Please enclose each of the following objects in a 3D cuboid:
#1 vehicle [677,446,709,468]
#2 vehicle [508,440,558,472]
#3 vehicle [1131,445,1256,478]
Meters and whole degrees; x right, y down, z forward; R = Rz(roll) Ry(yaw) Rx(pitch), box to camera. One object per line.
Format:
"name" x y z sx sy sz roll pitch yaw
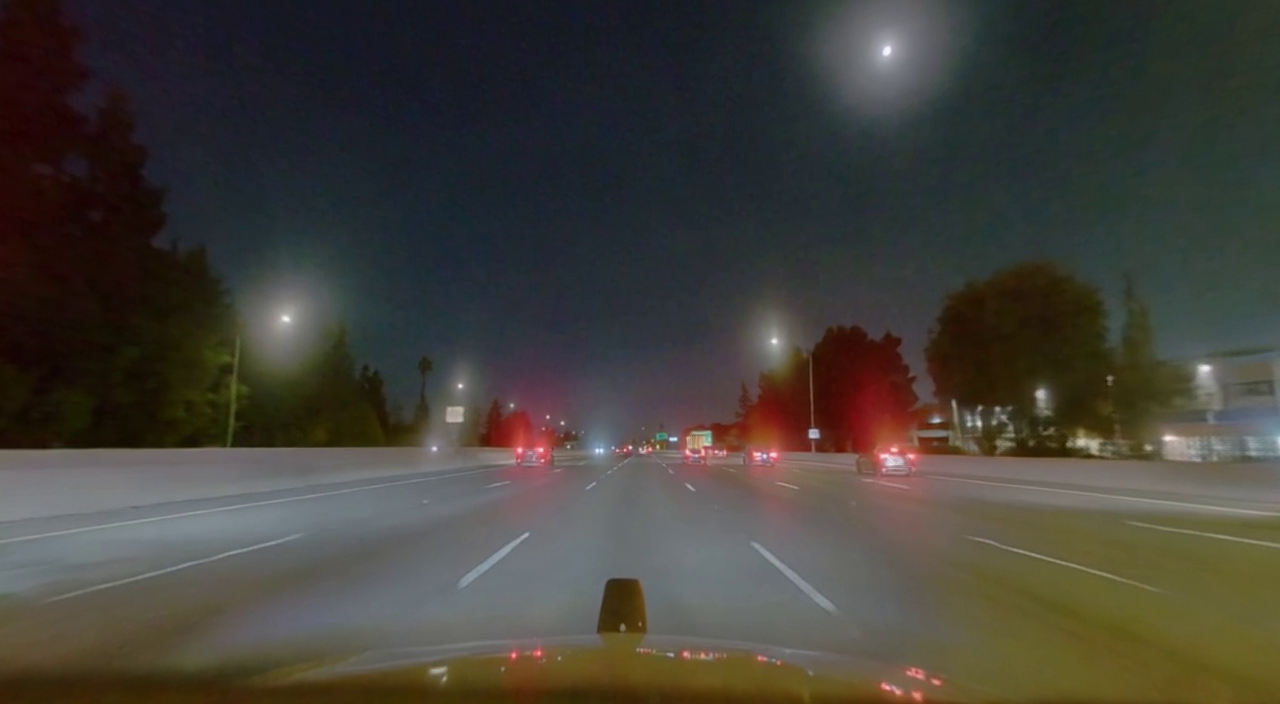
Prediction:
"vehicle" 3.750 7.441 44.621 1.950 1.453 3.378 0 -9 -1
"vehicle" -6.265 6.100 37.157 2.091 1.746 4.437 0 -9 1
"vehicle" 36.671 7.205 41.767 2.387 1.982 5.758 7 -11 -38
